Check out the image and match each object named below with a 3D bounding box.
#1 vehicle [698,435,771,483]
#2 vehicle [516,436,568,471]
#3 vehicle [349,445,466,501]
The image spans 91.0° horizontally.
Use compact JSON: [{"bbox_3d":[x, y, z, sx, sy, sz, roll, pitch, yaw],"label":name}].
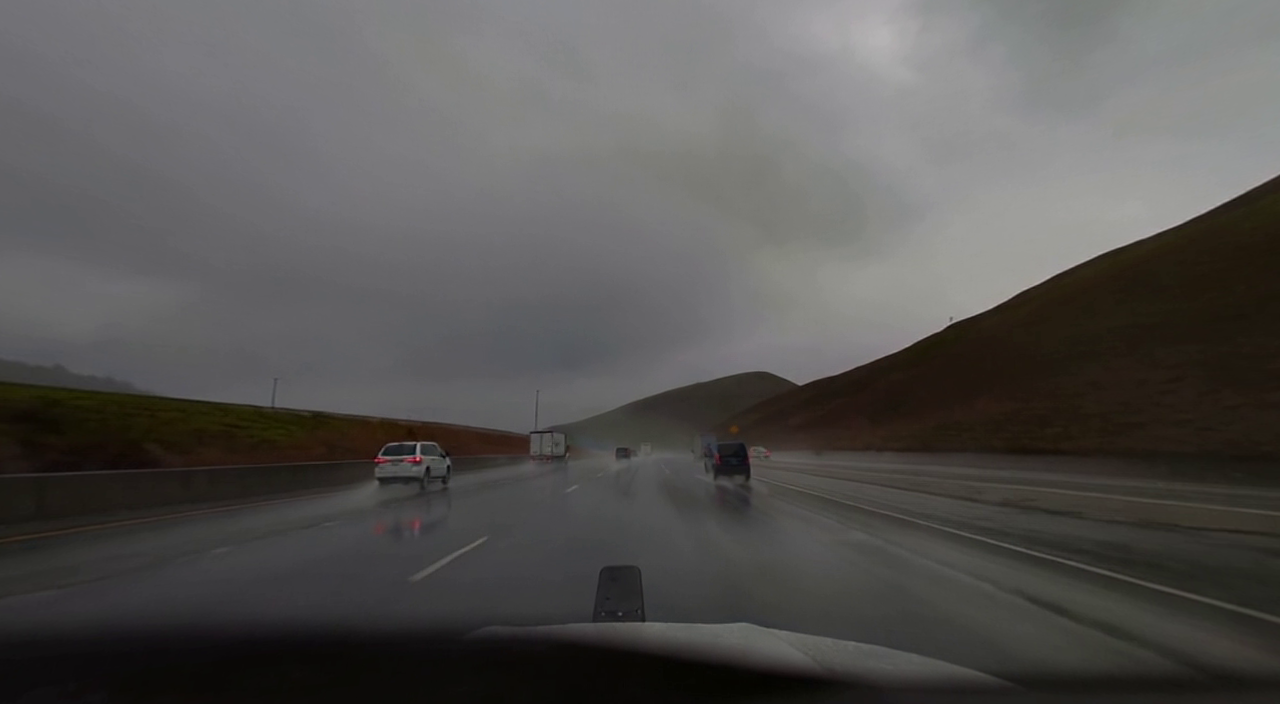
[{"bbox_3d":[3.770,4.396,26.106,2.231,1.789,4.700,0,-9,-1],"label":"vehicle"},{"bbox_3d":[-7.555,7.999,49.537,2.937,2.509,7.090,0,-9,0],"label":"vehicle"},{"bbox_3d":[-7.239,3.791,20.234,1.935,1.550,4.883,0,-9,0],"label":"vehicle"}]
